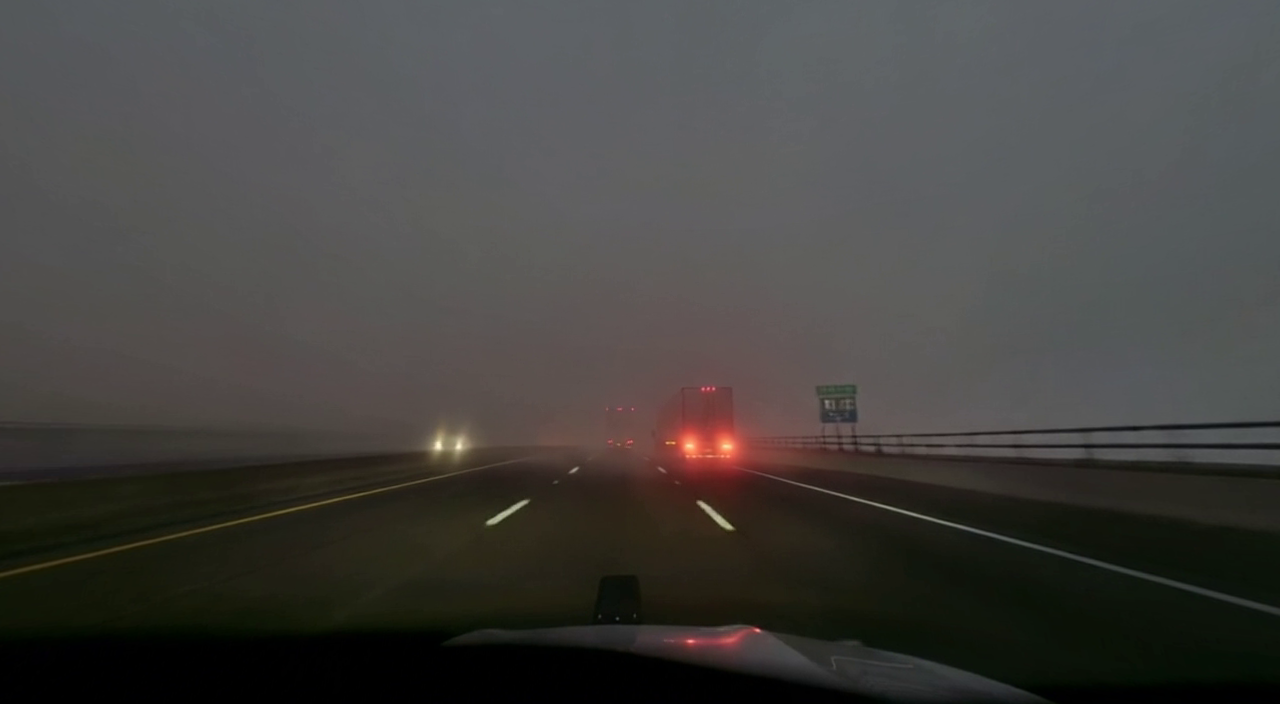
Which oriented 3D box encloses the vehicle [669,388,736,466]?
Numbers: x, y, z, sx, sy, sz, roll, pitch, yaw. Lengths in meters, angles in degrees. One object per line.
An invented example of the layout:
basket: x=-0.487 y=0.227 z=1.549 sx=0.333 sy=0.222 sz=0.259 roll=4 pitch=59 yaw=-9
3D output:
vehicle: x=3.433 y=4.462 z=37.000 sx=2.873 sy=3.998 sz=8.286 roll=0 pitch=-8 yaw=-2
